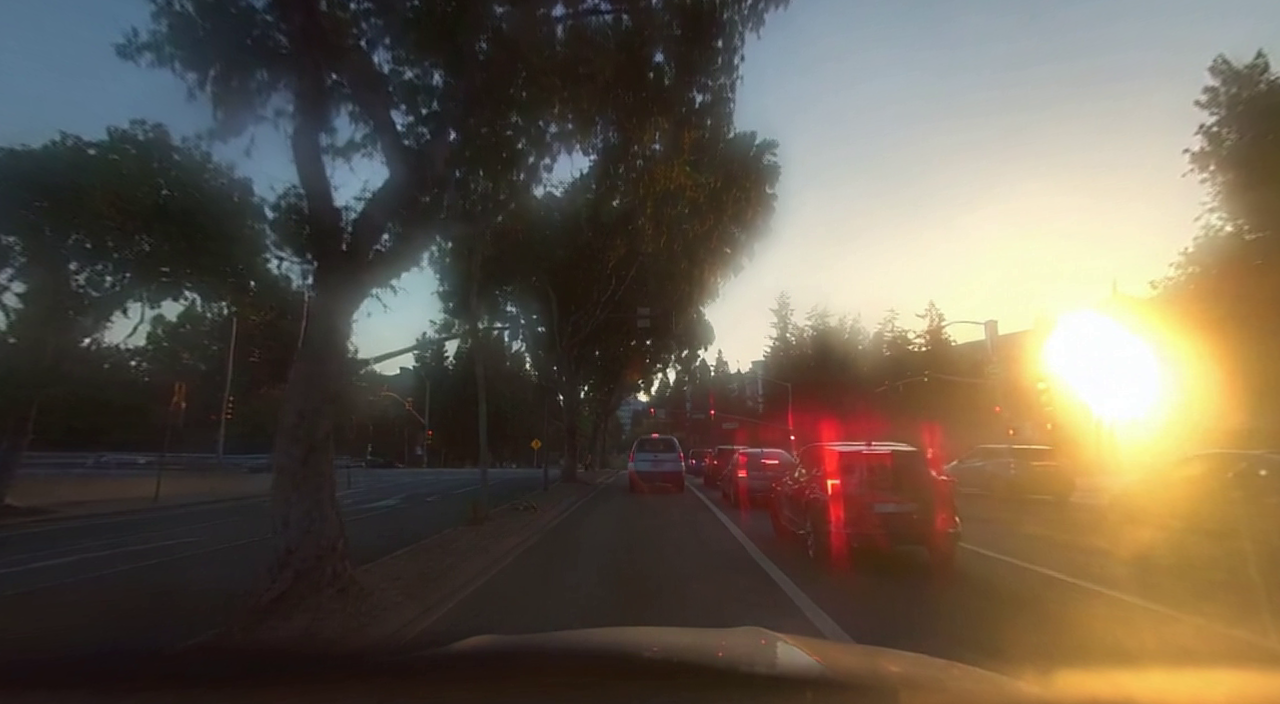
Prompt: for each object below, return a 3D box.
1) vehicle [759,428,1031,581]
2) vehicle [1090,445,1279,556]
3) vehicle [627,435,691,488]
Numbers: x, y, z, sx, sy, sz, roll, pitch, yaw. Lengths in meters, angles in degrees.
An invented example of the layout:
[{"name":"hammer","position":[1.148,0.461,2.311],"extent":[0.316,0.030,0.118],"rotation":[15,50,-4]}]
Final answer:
[{"name":"vehicle","position":[3.051,1.890,8.698],"extent":[2.078,1.578,4.107],"rotation":[0,-8,1]},{"name":"vehicle","position":[9.348,2.139,9.551],"extent":[1.884,1.422,4.262],"rotation":[0,-8,0]},{"name":"vehicle","position":[0.639,4.132,24.202],"extent":[2.245,1.800,4.522],"rotation":[0,-8,0]}]
